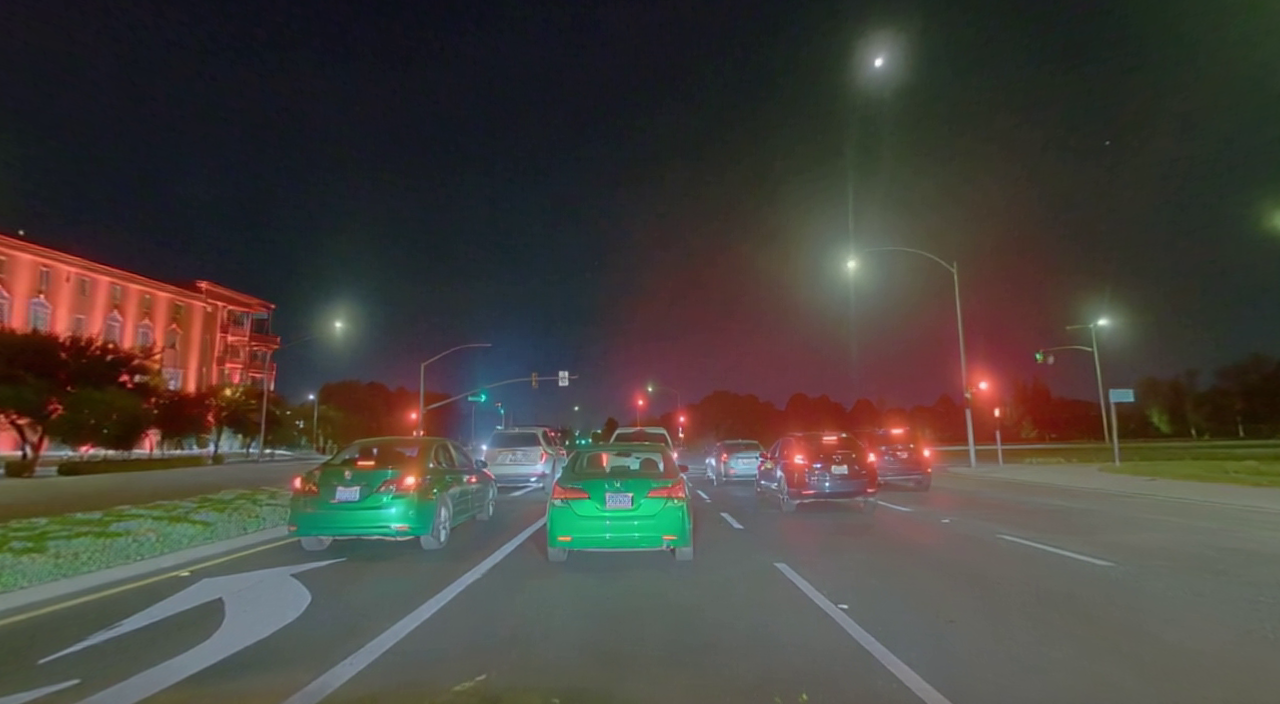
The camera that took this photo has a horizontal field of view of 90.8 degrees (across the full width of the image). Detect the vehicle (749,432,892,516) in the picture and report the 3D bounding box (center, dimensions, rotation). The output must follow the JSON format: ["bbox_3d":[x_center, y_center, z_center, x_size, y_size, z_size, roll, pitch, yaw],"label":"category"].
[{"bbox_3d":[3.556,2.465,13.267,1.880,1.476,3.932,0,-8,1],"label":"vehicle"}]

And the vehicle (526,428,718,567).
[{"bbox_3d":[-0.199,1.836,8.705,2.041,1.450,3.847,0,-8,0],"label":"vehicle"}]

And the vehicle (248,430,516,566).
[{"bbox_3d":[-3.200,1.884,8.940,1.917,1.441,4.128,-1,-8,2],"label":"vehicle"}]
